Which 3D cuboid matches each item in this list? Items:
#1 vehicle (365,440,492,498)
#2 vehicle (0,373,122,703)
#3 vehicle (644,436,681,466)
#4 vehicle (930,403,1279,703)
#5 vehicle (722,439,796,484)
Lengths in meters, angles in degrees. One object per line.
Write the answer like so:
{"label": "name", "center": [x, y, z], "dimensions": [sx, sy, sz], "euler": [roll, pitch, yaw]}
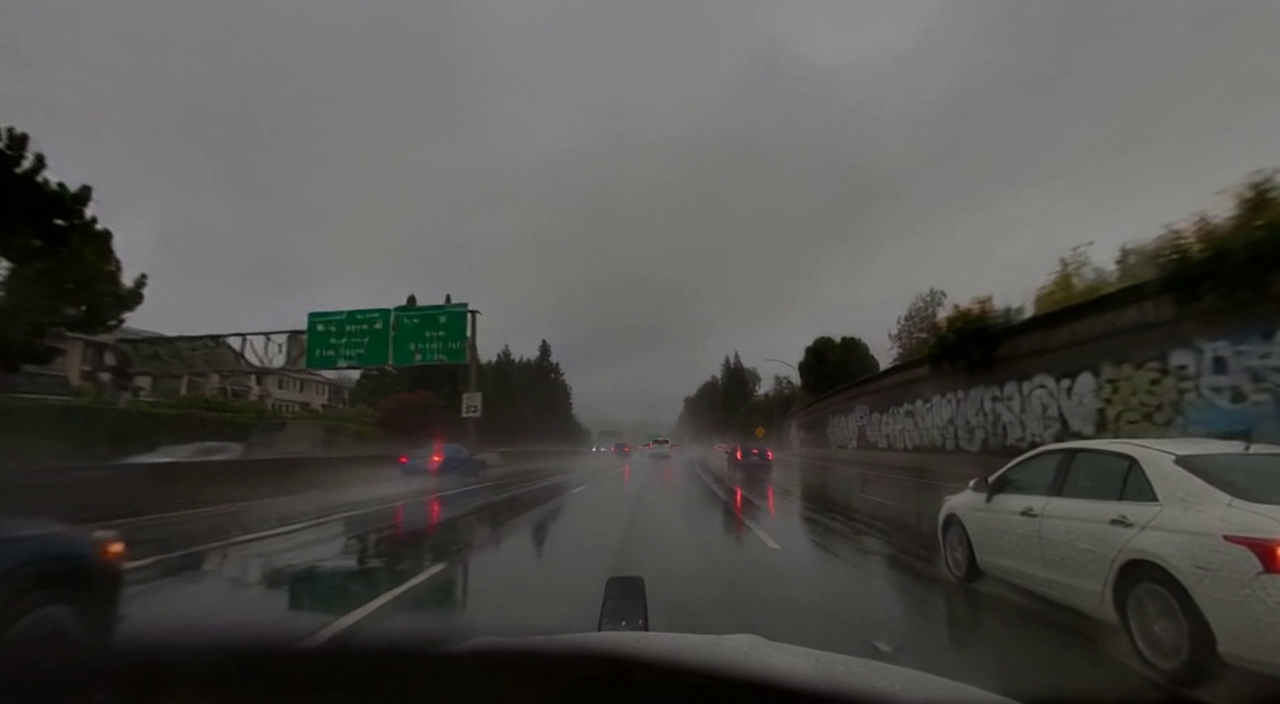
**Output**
{"label": "vehicle", "center": [-6.088, 3.390, 18.820], "dimensions": [2.050, 1.507, 4.375], "euler": [0, -8, 3]}
{"label": "vehicle", "center": [-3.575, 0.638, 0.813], "dimensions": [2.136, 1.571, 4.285], "euler": [0, -8, 0]}
{"label": "vehicle", "center": [1.393, 6.193, 39.683], "dimensions": [2.183, 1.764, 4.134], "euler": [0, -8, 2]}
{"label": "vehicle", "center": [3.730, 1.146, 3.859], "dimensions": [1.912, 1.509, 4.291], "euler": [0, -8, 1]}
{"label": "vehicle", "center": [4.100, 3.843, 22.385], "dimensions": [1.854, 1.438, 3.954], "euler": [0, -8, 0]}
